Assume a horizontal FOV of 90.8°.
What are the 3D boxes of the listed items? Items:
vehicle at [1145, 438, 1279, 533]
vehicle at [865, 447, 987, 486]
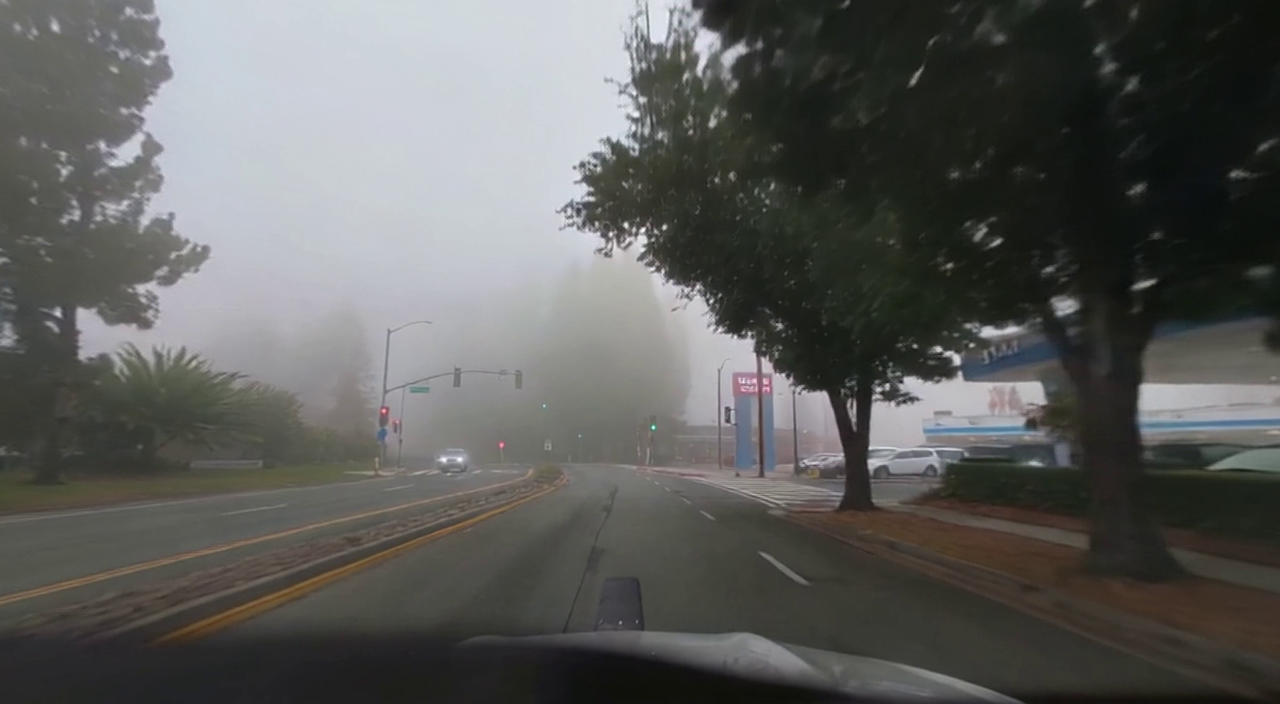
[{"bbox_3d":[13.873,2.992,14.550,2.086,1.845,4.694,-4,-11,22],"label":"vehicle"},{"bbox_3d":[13.999,5.633,31.171,4.996,1.720,2.027,1,-8,2],"label":"vehicle"}]
